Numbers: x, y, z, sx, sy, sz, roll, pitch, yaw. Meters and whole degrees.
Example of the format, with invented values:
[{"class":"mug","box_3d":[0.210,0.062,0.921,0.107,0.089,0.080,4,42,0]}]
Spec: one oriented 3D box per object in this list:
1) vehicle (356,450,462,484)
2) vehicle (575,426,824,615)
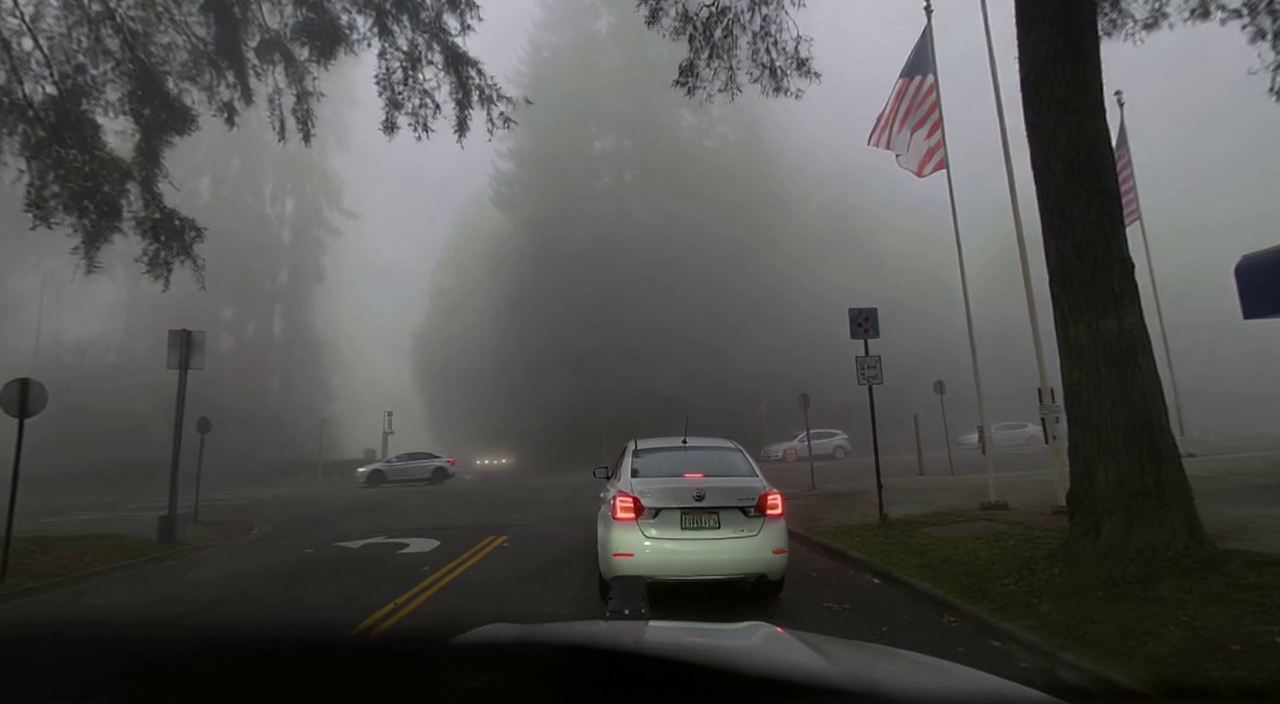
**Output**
[{"class":"vehicle","box_3d":[-10.777,5.417,29.671,4.278,1.475,1.804,0,-11,-5]},{"class":"vehicle","box_3d":[0.382,1.622,6.904,1.985,1.463,3.647,0,-9,-3]}]
